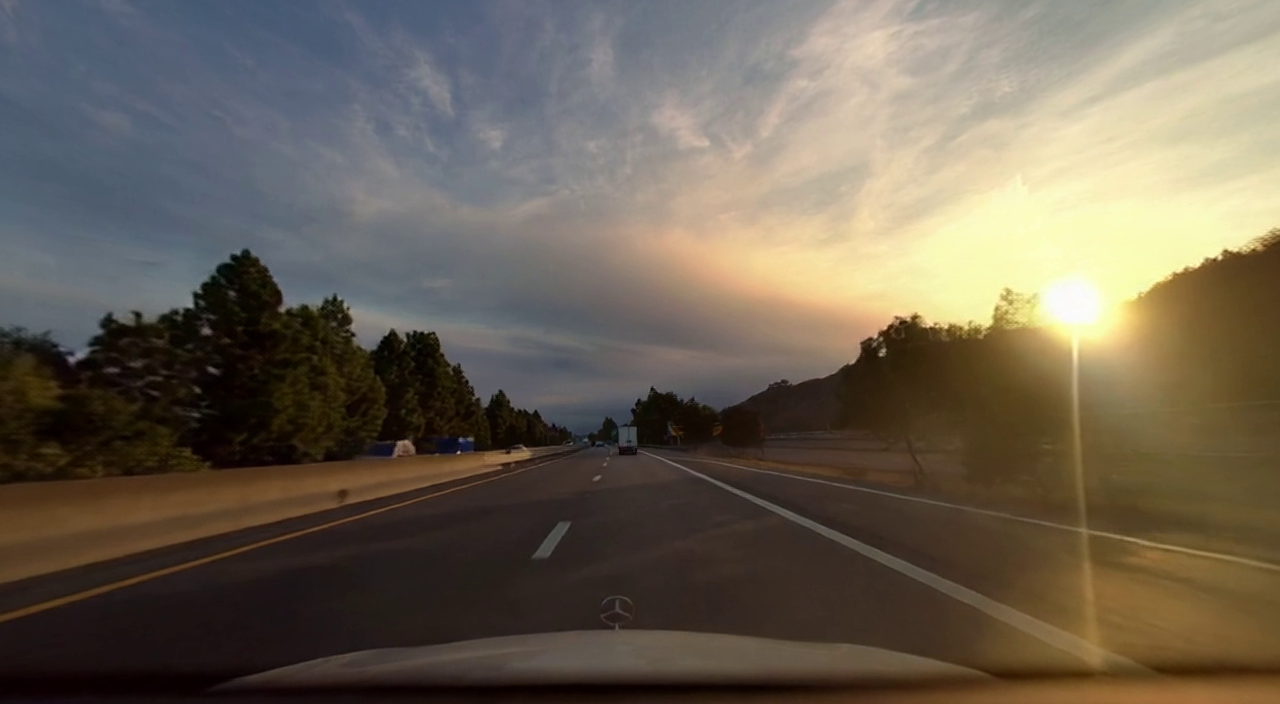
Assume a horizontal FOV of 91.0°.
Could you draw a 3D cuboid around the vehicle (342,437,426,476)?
[{"bbox_3d":[-12.512,5.130,31.167,2.079,1.724,5.079,0,-8,-1],"label":"vehicle"}]
